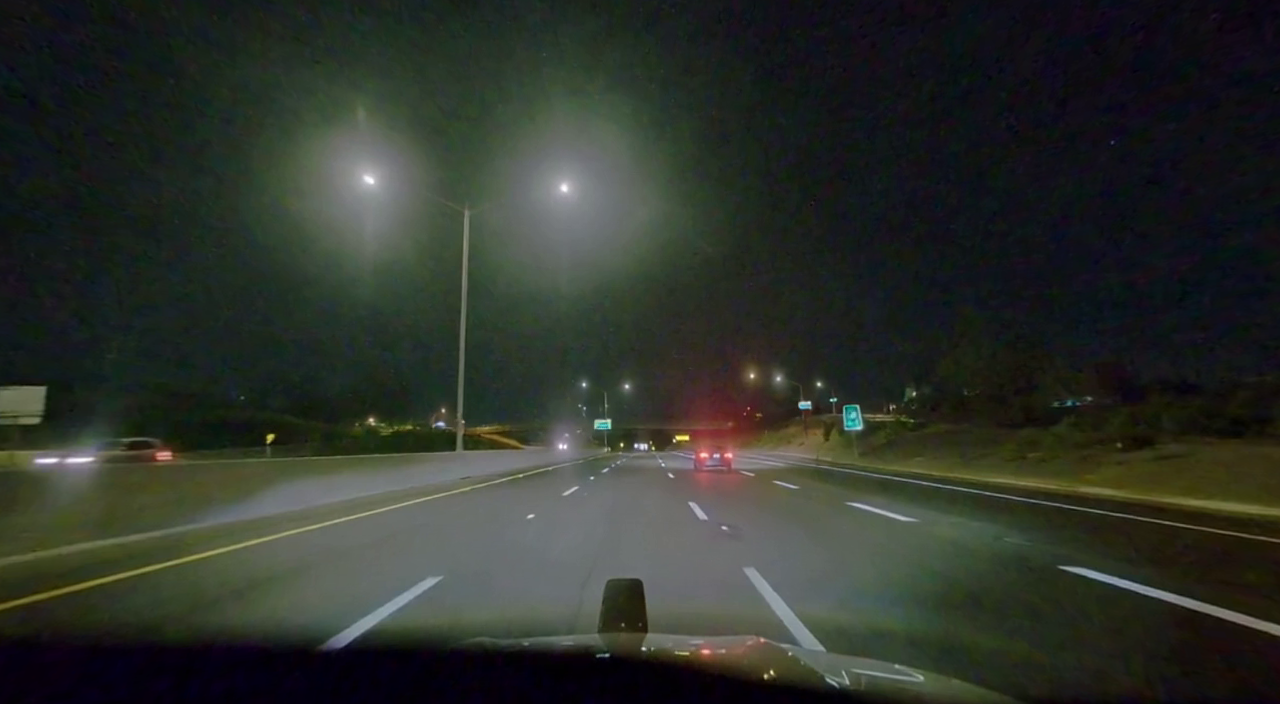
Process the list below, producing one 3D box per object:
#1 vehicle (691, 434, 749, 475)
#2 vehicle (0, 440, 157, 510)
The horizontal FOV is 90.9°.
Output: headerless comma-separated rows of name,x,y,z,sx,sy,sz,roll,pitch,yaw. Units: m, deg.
vehicle,3.554,4.656,28.868,2.039,1.701,4.834,0,-8,0
vehicle,-14.904,2.963,15.613,1.938,1.498,4.851,0,-8,2
